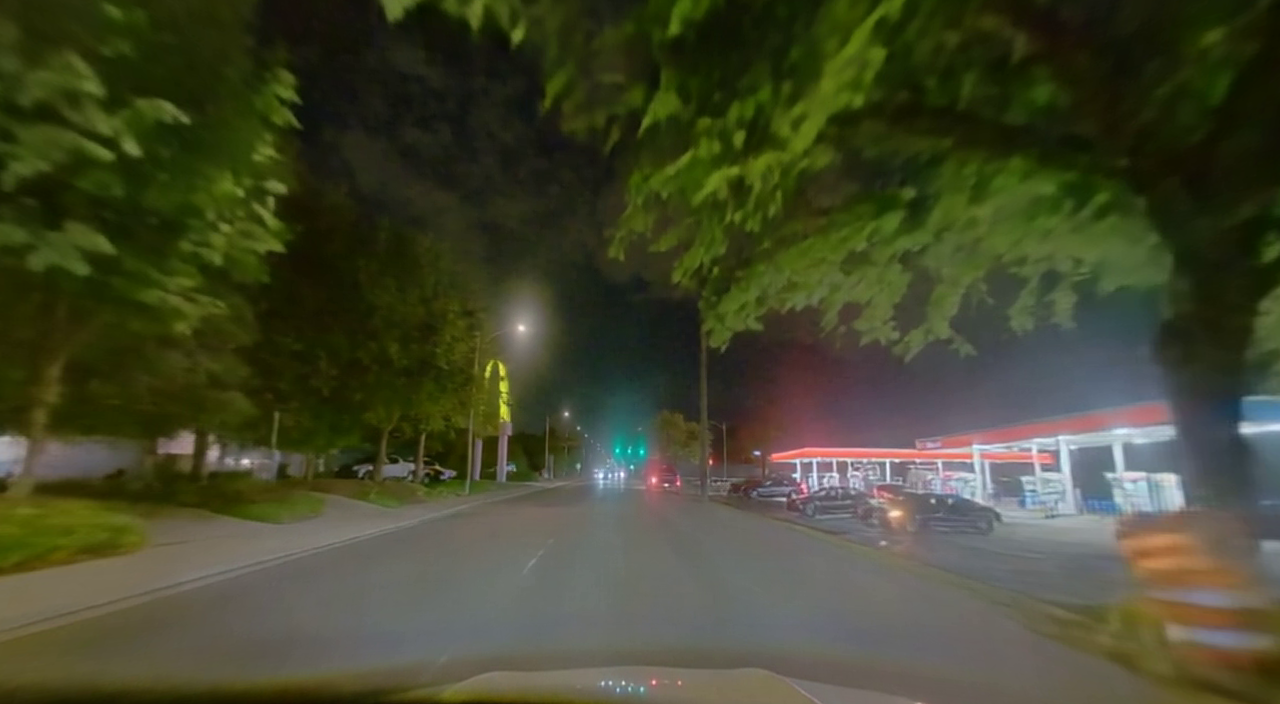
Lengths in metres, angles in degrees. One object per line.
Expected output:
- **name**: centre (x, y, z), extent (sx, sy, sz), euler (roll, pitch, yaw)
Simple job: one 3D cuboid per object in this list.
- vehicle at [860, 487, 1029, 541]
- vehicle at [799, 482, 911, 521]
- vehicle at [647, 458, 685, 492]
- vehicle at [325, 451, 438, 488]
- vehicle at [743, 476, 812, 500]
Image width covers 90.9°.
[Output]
- **vehicle**: centre (9.473, 5.067, 19.866), extent (4.316, 1.462, 1.921), euler (2, -10, -3)
- **vehicle**: centre (9.223, 6.453, 27.271), extent (4.169, 1.474, 1.850), euler (1, -10, -3)
- **vehicle**: centre (1.688, 8.313, 42.816), extent (2.153, 2.074, 5.188), euler (1, -10, -2)
- **vehicle**: centre (-12.564, 5.737, 30.792), extent (4.575, 1.641, 2.006), euler (11, -14, -43)
- **vehicle**: centre (9.025, 8.974, 41.621), extent (4.123, 1.446, 1.807), euler (2, -10, -3)
